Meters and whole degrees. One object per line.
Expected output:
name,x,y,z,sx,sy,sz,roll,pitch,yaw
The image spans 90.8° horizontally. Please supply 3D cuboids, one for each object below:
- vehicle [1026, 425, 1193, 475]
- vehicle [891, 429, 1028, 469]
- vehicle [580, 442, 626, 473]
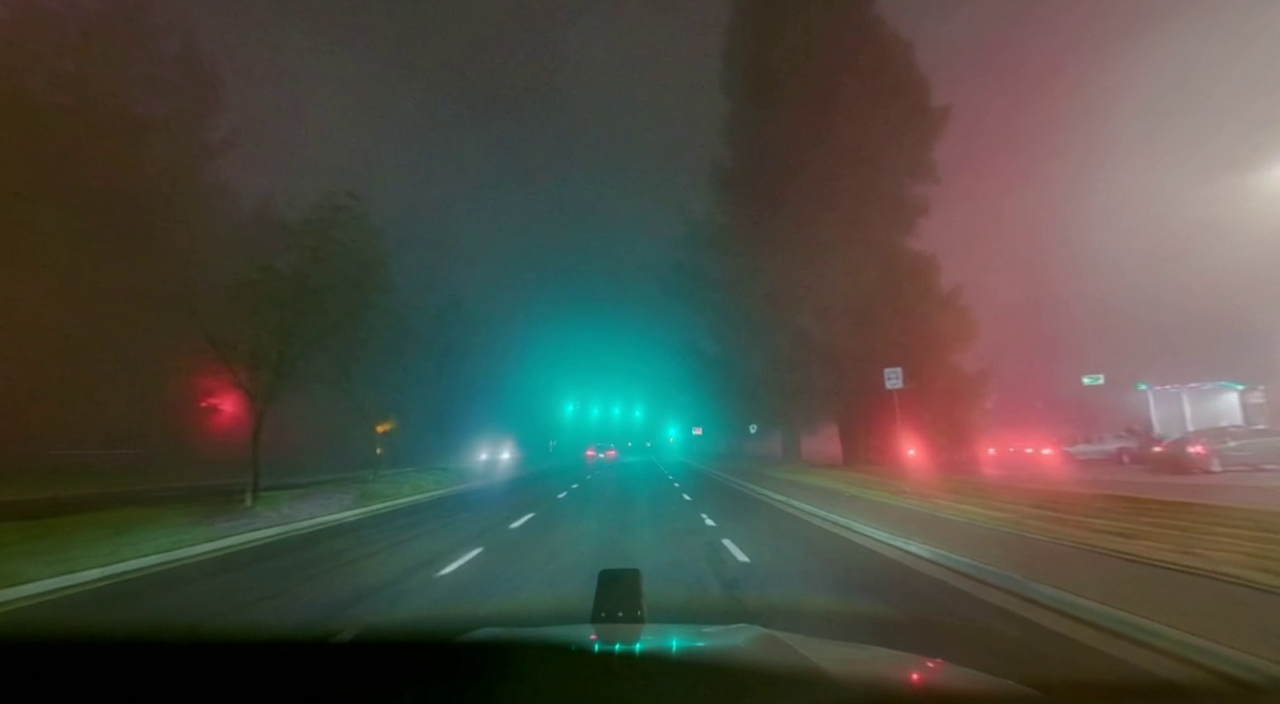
vehicle,16.756,3.496,22.690,4.564,1.663,2.033,1,-9,-8
vehicle,15.464,4.706,30.701,5.604,1.833,2.128,1,-9,-8
vehicle,-1.855,5.510,33.307,2.011,1.498,4.914,0,-9,2
